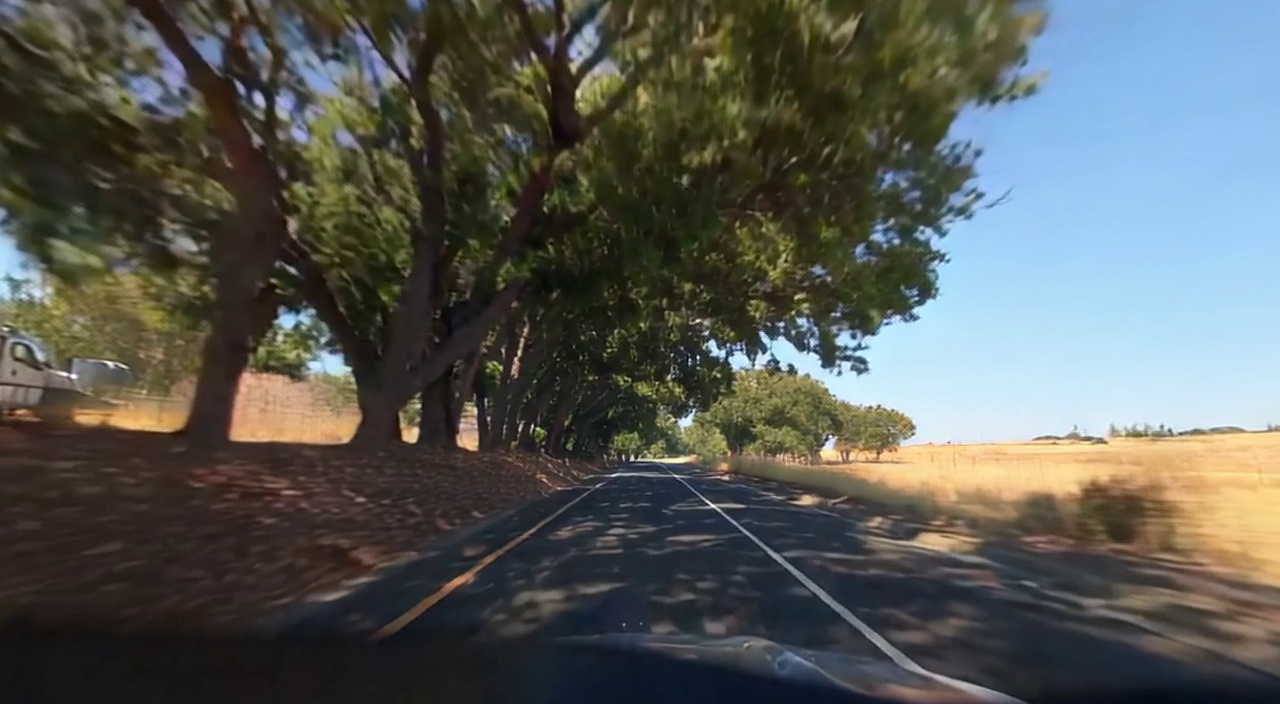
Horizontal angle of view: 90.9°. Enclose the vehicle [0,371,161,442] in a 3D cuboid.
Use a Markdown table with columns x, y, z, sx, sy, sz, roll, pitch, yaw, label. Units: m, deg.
| x | y | z | sx | sy | sz | roll | pitch | yaw | label |
| --- | --- | --- | --- | --- | --- | --- | --- | --- | --- |
| -19.077 | 1.923 | 20.643 | 2.339 | 1.956 | 5.312 | -1 | -8 | 4 | vehicle |
